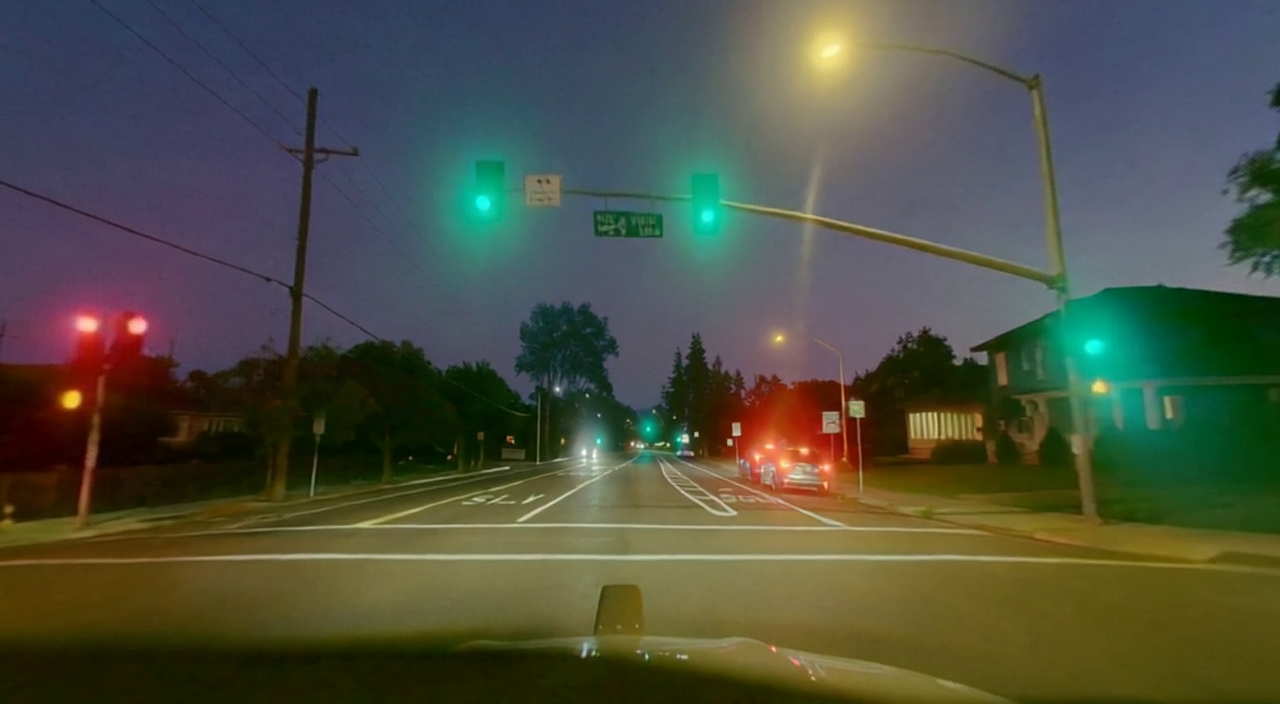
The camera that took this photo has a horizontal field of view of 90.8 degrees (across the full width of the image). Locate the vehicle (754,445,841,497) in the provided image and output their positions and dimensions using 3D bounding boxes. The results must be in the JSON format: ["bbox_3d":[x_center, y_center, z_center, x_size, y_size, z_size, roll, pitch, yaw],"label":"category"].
[{"bbox_3d":[5.358,4.076,22.101,1.891,1.611,4.269,0,-9,0],"label":"vehicle"}]
